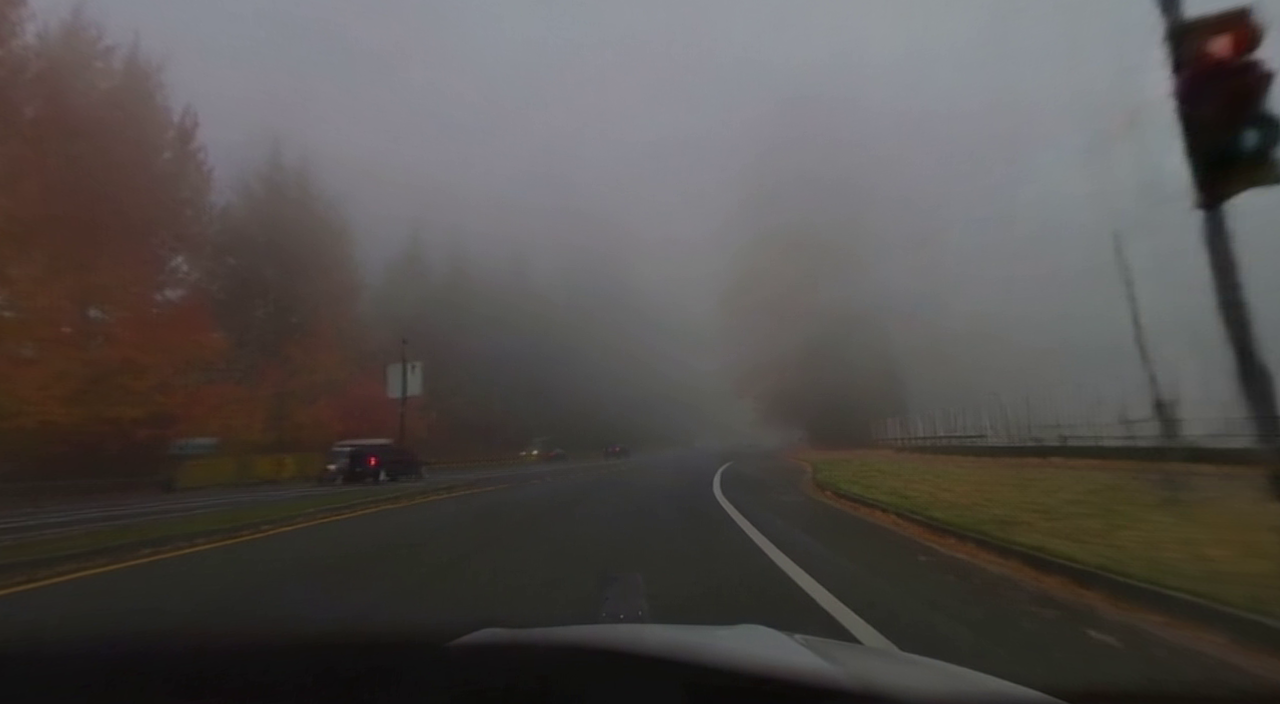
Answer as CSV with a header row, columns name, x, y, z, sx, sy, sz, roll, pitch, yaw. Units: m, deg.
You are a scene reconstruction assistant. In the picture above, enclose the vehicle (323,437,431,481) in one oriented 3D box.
name,x,y,z,sx,sy,sz,roll,pitch,yaw
vehicle,-13.375,5.461,32.441,2.368,2.012,5.021,-2,-9,17
